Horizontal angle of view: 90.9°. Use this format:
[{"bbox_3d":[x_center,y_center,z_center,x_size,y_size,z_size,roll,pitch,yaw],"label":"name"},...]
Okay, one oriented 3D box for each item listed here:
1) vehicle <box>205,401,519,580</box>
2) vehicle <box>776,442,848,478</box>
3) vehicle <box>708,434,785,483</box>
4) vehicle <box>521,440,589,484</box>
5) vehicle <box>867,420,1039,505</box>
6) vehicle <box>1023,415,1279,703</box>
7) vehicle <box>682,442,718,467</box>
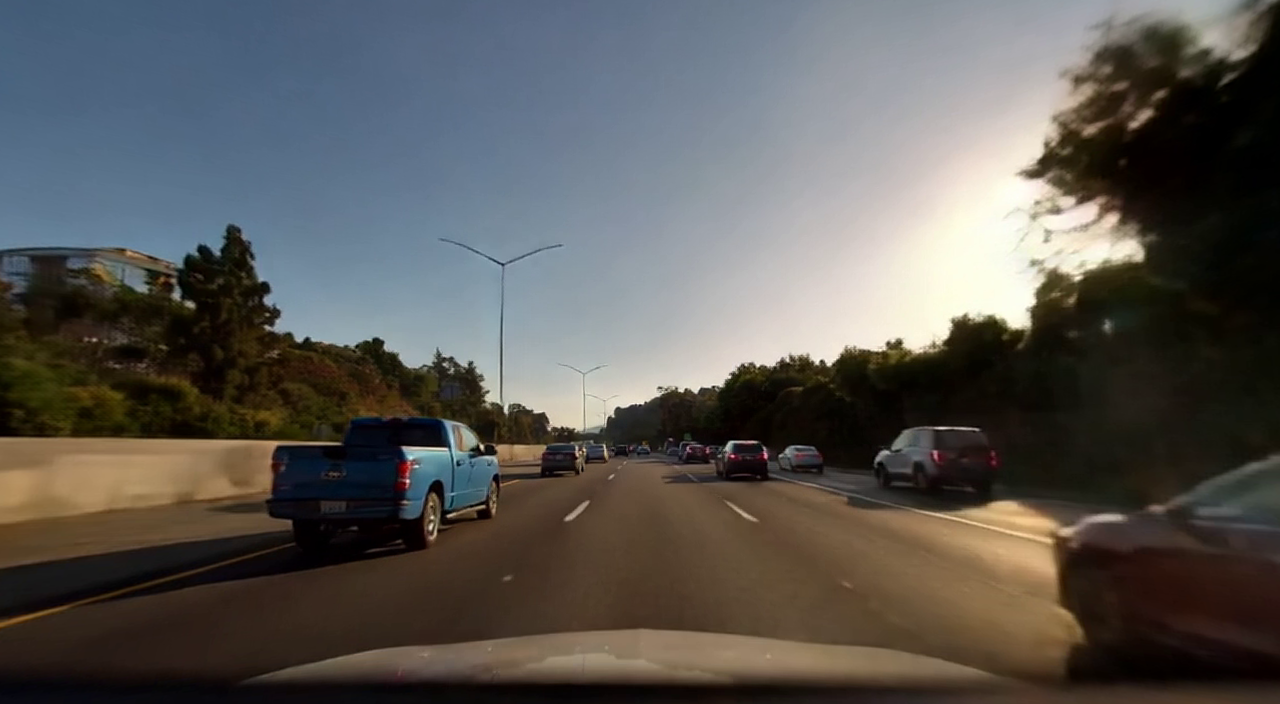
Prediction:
[{"bbox_3d":[-3.222,1.722,8.684,2.139,1.764,4.707,0,-8,0],"label":"vehicle"},{"bbox_3d":[7.700,4.873,28.695,1.904,1.473,4.598,0,-8,-1],"label":"vehicle"},{"bbox_3d":[4.100,4.184,25.105,2.144,1.752,4.765,0,-8,-1],"label":"vehicle"},{"bbox_3d":[-3.308,4.381,25.503,1.974,1.589,5.047,0,-8,1],"label":"vehicle"},{"bbox_3d":[7.855,2.815,16.486,2.067,1.869,4.657,0,-8,0],"label":"vehicle"},{"bbox_3d":[3.626,0.870,1.741,2.040,1.461,4.822,0,-8,-1],"label":"vehicle"},{"bbox_3d":[4.192,7.223,44.738,2.023,1.670,4.869,0,-8,-1],"label":"vehicle"}]
